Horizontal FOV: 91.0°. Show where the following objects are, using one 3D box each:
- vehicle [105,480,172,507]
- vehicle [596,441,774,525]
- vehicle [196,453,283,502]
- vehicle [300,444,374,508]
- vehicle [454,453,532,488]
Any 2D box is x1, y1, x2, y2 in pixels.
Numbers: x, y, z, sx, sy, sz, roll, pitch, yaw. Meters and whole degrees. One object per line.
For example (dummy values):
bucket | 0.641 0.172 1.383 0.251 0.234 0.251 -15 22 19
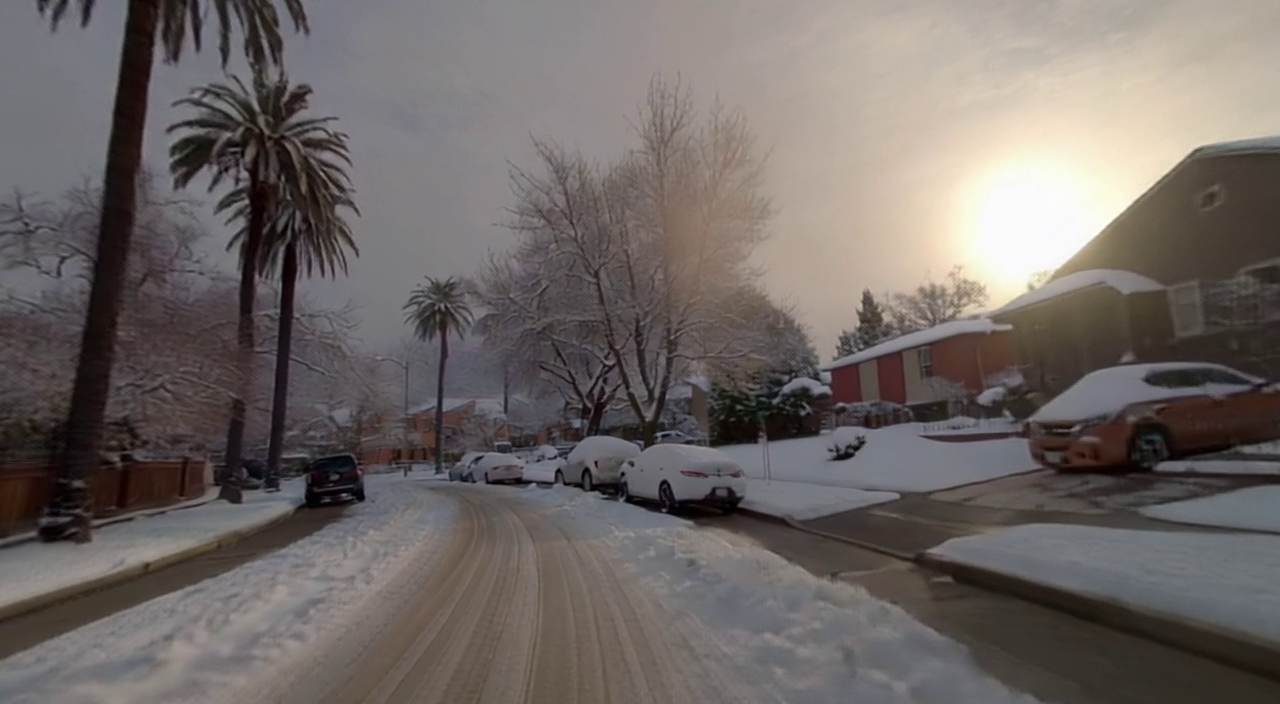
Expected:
vehicle | -35.451 9.978 44.486 4.390 1.559 1.812 -4 -9 25
vehicle | 0.725 2.766 14.140 2.108 1.503 4.977 3 -9 -20
vehicle | -24.309 7.607 38.109 5.628 2.109 2.395 -14 -11 34
vehicle | -10.783 4.302 22.204 2.026 1.816 4.532 -1 -8 -30
vehicle | -7.248 5.722 30.749 2.006 1.484 4.768 6 -10 -35
